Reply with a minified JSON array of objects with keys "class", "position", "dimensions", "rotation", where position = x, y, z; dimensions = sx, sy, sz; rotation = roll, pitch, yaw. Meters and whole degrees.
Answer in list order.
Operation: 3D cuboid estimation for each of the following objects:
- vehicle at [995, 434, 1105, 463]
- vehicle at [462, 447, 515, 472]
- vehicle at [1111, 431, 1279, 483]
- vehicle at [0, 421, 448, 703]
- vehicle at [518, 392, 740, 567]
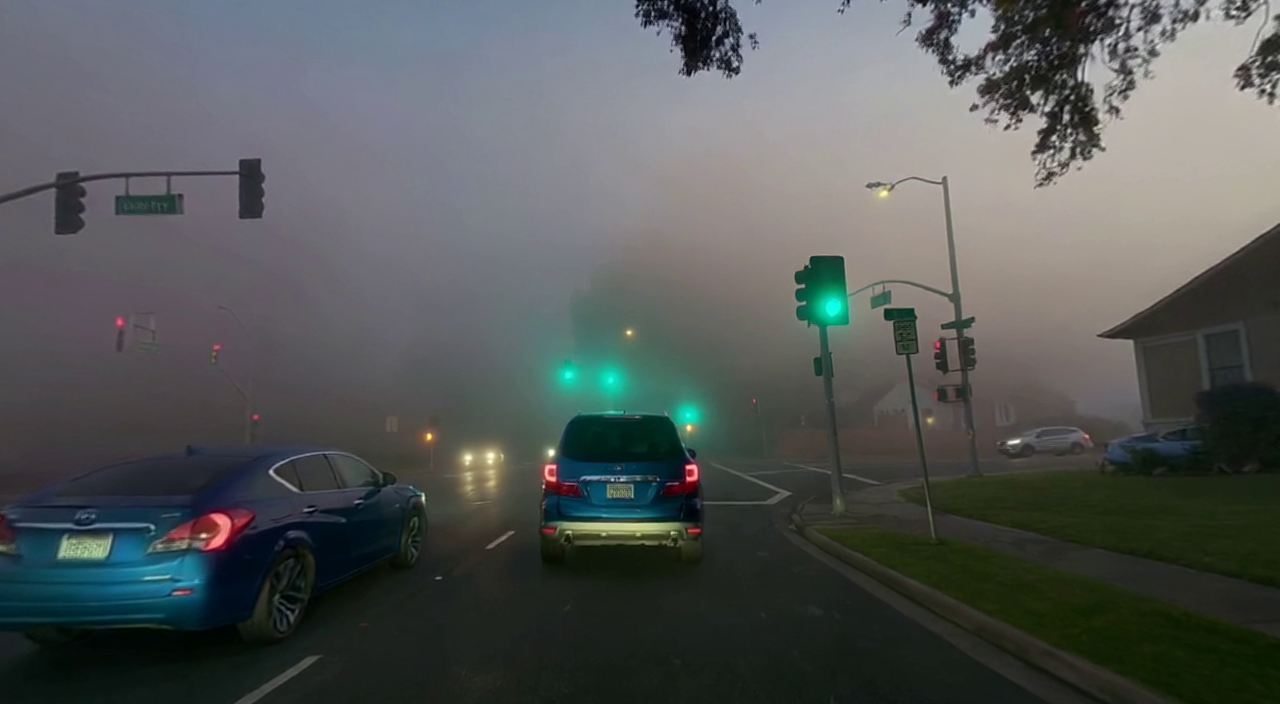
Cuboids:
[{"class":"vehicle","position":[21.348,5.048,33.105],"dimensions":[4.353,1.431,1.876],"rotation":[-2,-9,14]},{"class":"vehicle","position":[-9.527,6.757,40.076],"dimensions":[2.028,1.474,4.637],"rotation":[-1,-8,2]},{"class":"vehicle","position":[17.226,3.099,18.769],"dimensions":[4.715,1.439,1.874],"rotation":[-2,-9,14]},{"class":"vehicle","position":[-3.330,1.430,5.549],"dimensions":[1.934,1.459,4.368],"rotation":[0,-8,0]},{"class":"vehicle","position":[-0.179,1.718,9.220],"dimensions":[2.396,1.881,4.606],"rotation":[0,-8,-2]}]
